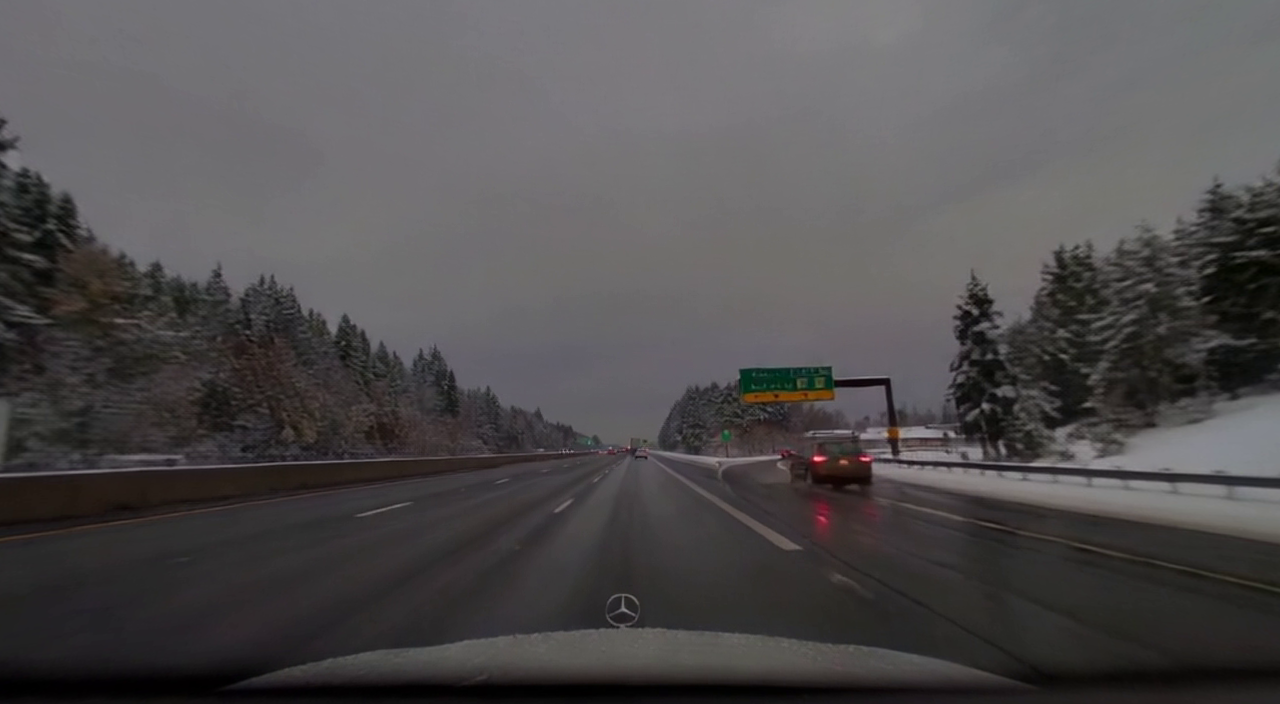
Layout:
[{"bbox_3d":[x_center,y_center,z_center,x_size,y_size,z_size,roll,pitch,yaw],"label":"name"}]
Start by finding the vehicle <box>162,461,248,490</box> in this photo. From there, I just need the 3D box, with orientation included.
[{"bbox_3d":[-24.564,6.977,35.853,1.752,1.441,4.500,0,-9,-1],"label":"vehicle"}]

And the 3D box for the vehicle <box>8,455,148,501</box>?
[{"bbox_3d":[-19.547,4.373,22.164,1.673,1.426,3.456,0,-9,0],"label":"vehicle"}]

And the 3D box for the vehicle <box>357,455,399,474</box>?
[{"bbox_3d":[-20.669,8.857,49.924,1.757,1.418,3.518,0,-9,0],"label":"vehicle"}]

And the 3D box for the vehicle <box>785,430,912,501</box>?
[{"bbox_3d":[5.574,3.106,17.629,2.096,1.712,4.697,0,-9,2],"label":"vehicle"}]
